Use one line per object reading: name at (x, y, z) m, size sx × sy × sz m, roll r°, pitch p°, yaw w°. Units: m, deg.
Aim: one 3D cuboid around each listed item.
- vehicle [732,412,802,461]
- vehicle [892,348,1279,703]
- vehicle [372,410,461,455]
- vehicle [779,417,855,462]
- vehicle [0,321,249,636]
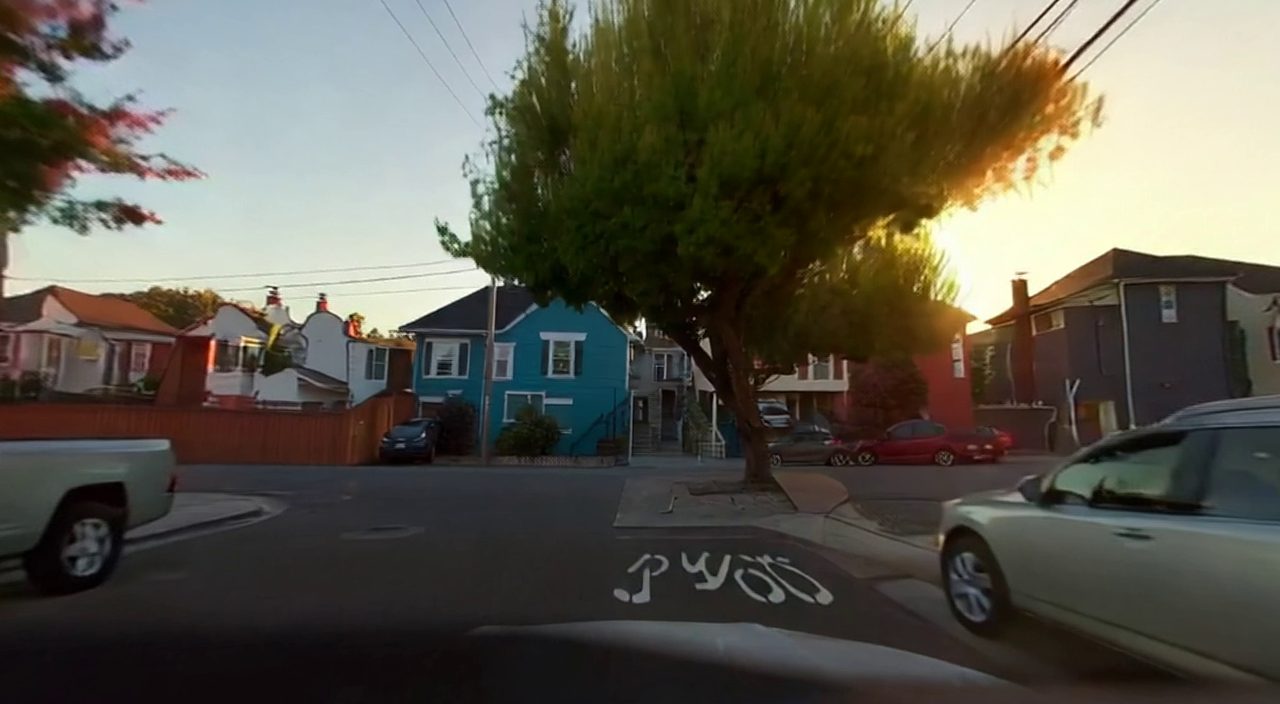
vehicle at (5.402, 3.613, 27.297) m, size 2.081 × 1.891 × 4.367 m, roll -1°, pitch -7°, yaw 0°
vehicle at (3.381, 1.001, 2.958) m, size 2.109 × 1.811 × 4.886 m, roll 1°, pitch -9°, yaw -3°
vehicle at (-9.517, 3.533, 27.275) m, size 2.091 × 1.760 × 4.760 m, roll 0°, pitch -9°, yaw 0°
vehicle at (7.582, 3.804, 27.356) m, size 2.053 × 1.756 × 4.034 m, roll -1°, pitch -8°, yaw 0°
vehicle at (-5.499, 0.770, 3.730) m, size 2.480 × 2.084 × 6.353 m, roll 1°, pitch -9°, yaw -3°
